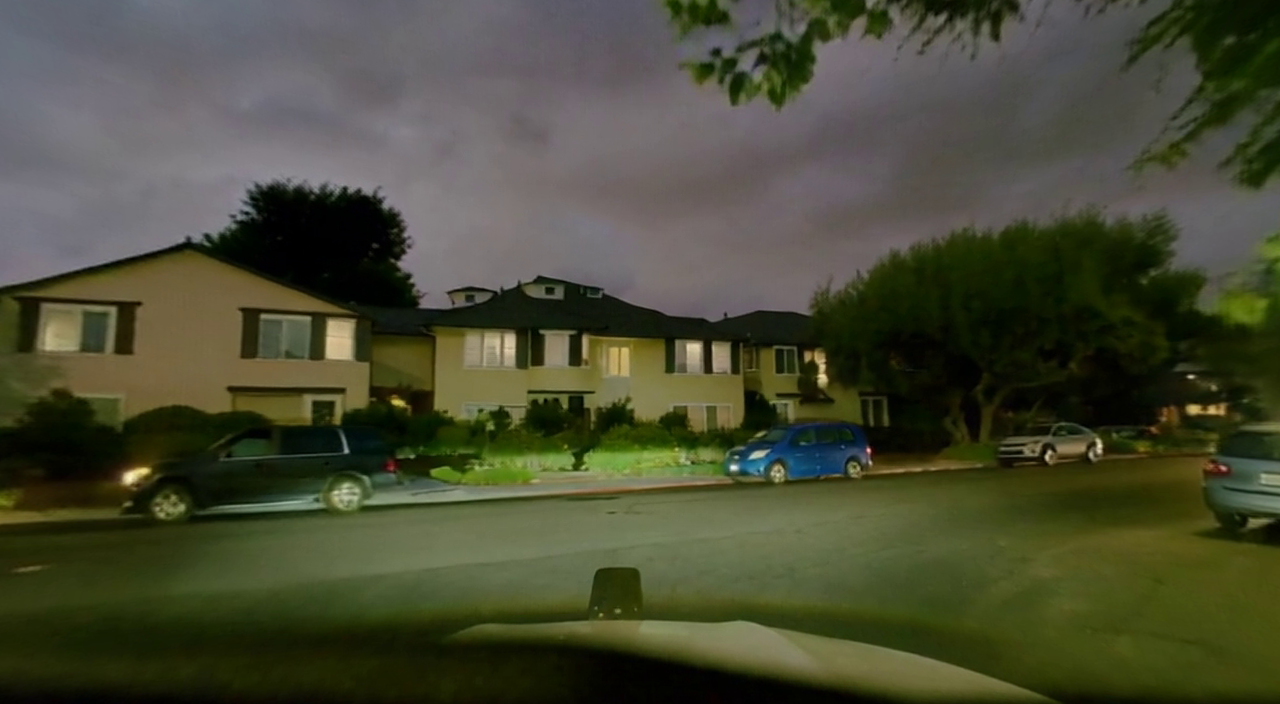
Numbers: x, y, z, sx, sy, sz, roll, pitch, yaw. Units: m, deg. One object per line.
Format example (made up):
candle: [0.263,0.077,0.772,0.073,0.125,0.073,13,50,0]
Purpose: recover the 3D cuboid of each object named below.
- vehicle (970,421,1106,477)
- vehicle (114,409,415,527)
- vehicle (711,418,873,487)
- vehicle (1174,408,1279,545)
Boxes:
vehicle: [12.295,2.915,19.459,3.785,1.488,1.828,2,-6,-28]
vehicle: [-5.864,1.774,10.170,3.746,1.518,1.845,6,-7,-33]
vehicle: [3.740,2.429,15.528,3.513,1.507,1.798,4,-7,-26]
vehicle: [9.029,1.497,7.894,4.226,1.507,2.008,4,-8,-28]
